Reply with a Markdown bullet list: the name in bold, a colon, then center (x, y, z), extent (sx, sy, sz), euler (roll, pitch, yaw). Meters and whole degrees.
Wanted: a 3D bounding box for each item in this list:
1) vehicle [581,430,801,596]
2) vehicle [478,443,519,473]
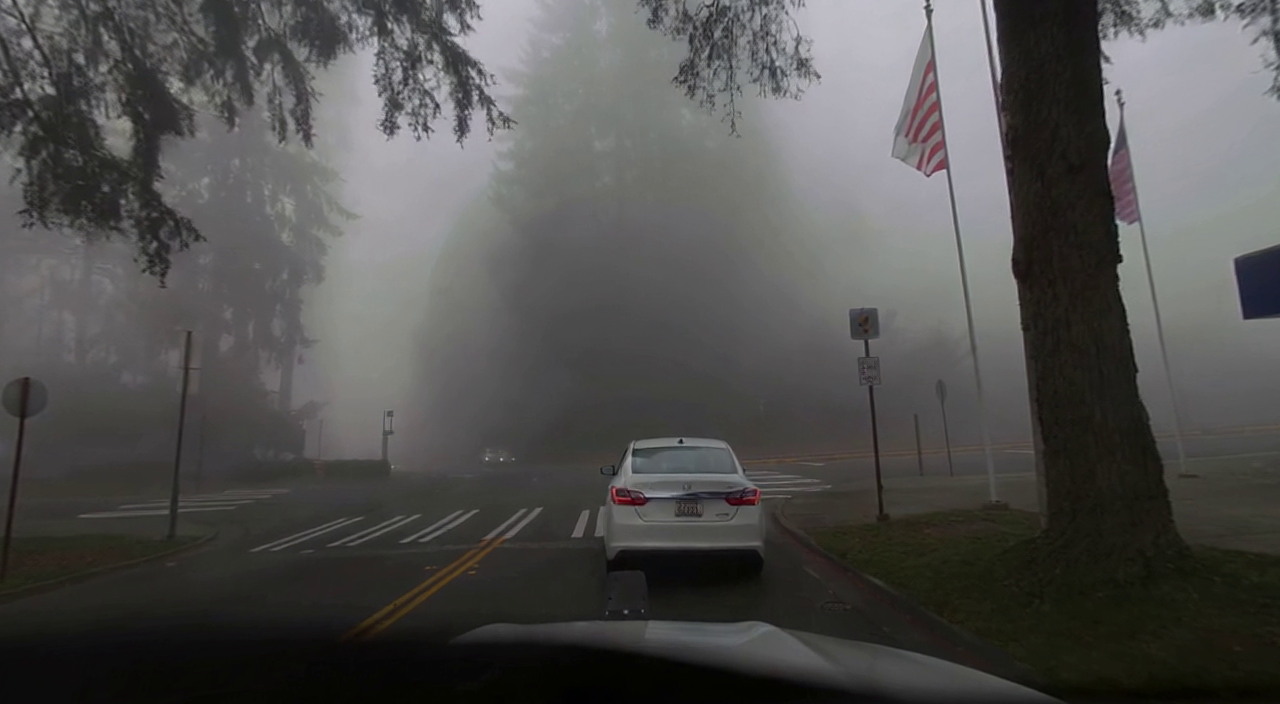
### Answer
- **vehicle**: center (0.380, 1.734, 7.571), extent (1.985, 1.463, 3.647), euler (0, -9, -3)
- **vehicle**: center (-9.991, 7.485, 44.724), extent (2.212, 1.948, 4.537), euler (0, -9, -5)
